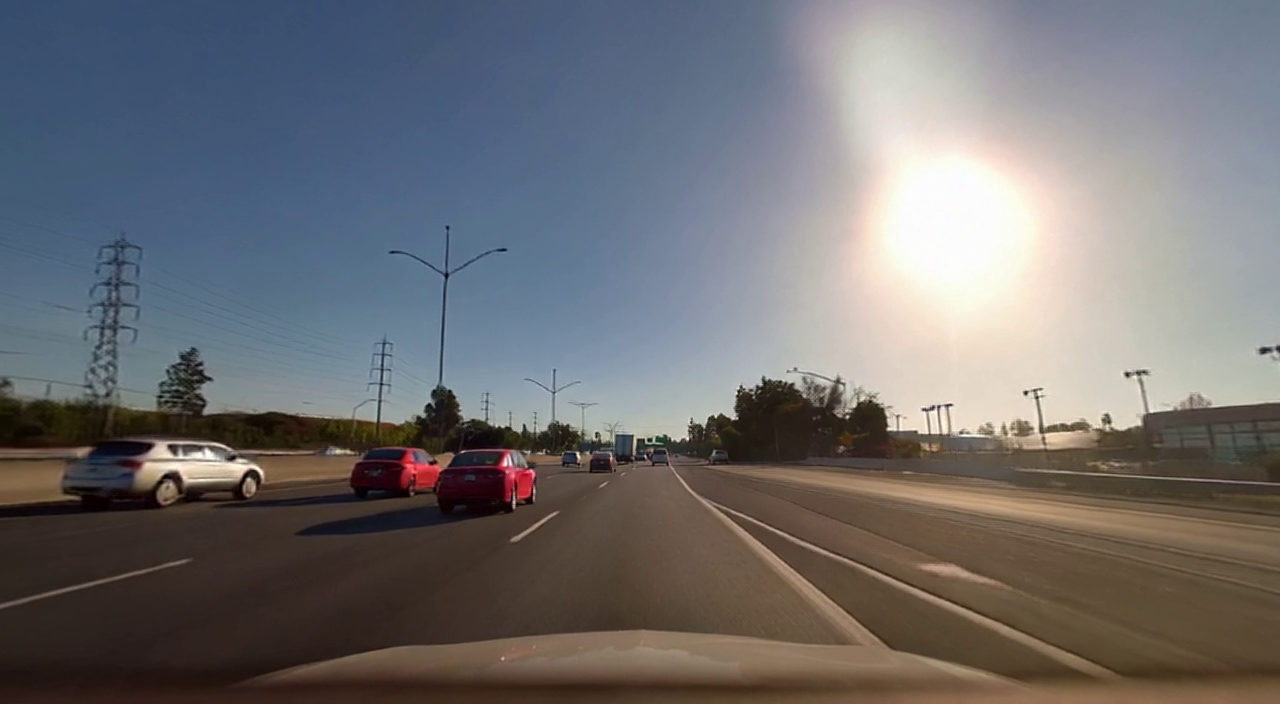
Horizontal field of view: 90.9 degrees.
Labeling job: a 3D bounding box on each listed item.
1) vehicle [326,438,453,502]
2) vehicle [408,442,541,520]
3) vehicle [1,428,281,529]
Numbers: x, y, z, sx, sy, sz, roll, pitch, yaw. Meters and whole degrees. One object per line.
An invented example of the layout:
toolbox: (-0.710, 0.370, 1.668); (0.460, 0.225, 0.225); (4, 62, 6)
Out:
vehicle: (-7.332, 3.482, 19.025); (1.970, 1.682, 4.297); (0, -8, 2)
vehicle: (-3.580, 2.843, 14.418); (1.953, 1.511, 3.704); (0, -8, 1)
vehicle: (-10.556, 2.683, 14.065); (2.044, 1.810, 5.016); (0, -8, 1)
